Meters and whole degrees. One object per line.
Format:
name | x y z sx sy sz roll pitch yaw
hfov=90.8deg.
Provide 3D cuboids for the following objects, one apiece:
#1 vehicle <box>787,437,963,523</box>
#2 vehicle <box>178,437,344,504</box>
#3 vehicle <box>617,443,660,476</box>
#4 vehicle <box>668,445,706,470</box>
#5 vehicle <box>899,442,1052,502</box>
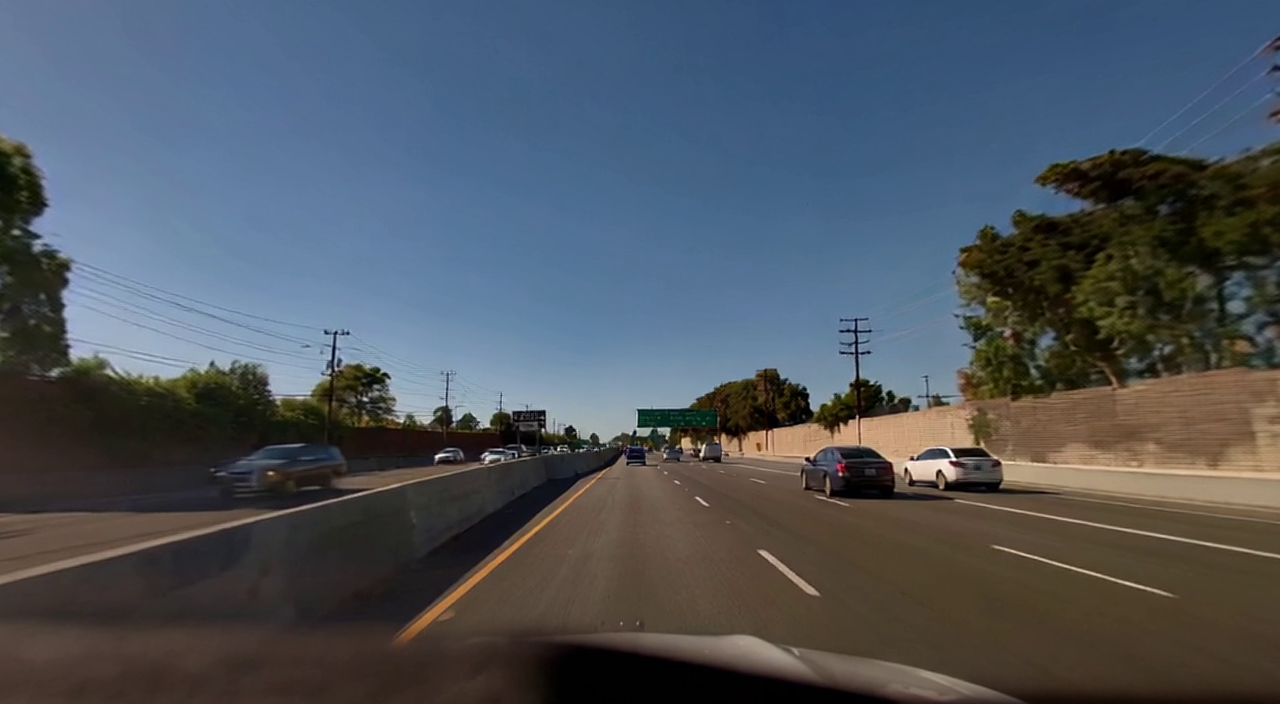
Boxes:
vehicle | 4.797 2.664 13.773 2.069 1.520 4.614 0 -9 0
vehicle | -10.851 3.399 18.602 2.042 1.697 4.552 0 -9 0
vehicle | -0.121 5.262 31.128 1.993 1.506 3.883 0 -8 -1
vehicle | 2.944 6.715 40.398 1.981 1.480 4.316 0 -9 -1
vehicle | 9.595 3.435 18.578 1.969 1.506 4.422 0 -9 -2
